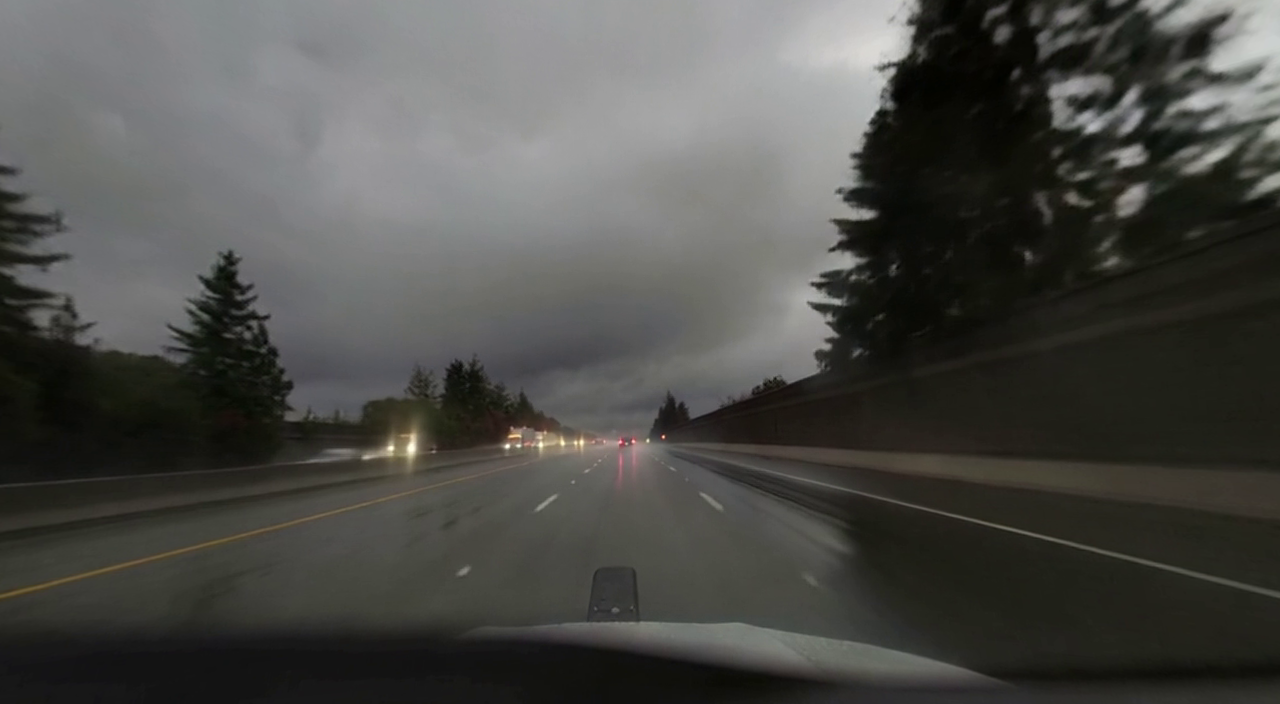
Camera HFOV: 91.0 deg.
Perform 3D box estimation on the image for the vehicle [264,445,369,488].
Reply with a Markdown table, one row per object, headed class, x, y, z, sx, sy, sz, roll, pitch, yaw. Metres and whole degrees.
| class | x | y | z | sx | sy | sz | roll | pitch | yaw |
| --- | --- | --- | --- | --- | --- | --- | --- | --- | --- |
| vehicle | -12.763 | 4.511 | 25.189 | 1.946 | 1.480 | 4.475 | 0 | -8 | -2 |
